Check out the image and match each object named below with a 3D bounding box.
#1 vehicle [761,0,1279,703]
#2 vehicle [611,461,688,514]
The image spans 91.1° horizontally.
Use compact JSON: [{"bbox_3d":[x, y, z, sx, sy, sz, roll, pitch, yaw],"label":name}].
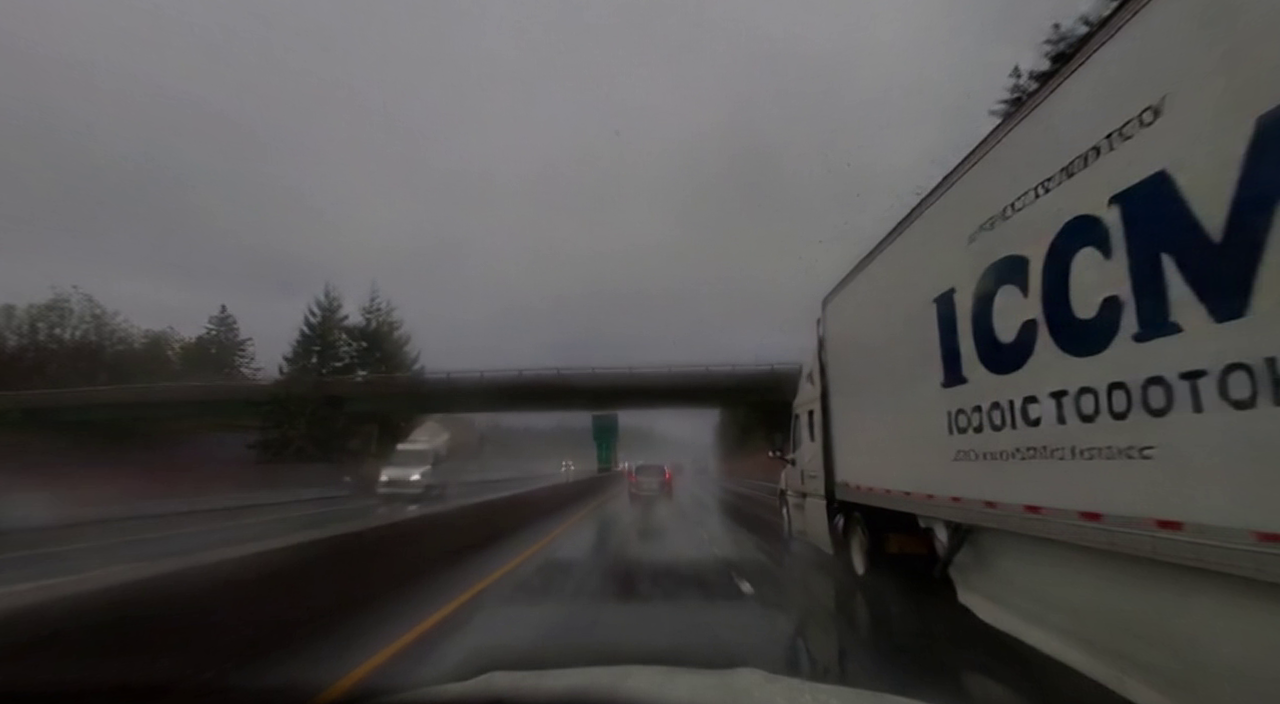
[{"bbox_3d":[4.436,0.782,6.889,2.964,4.188,16.587,1,-10,0],"label":"vehicle"},{"bbox_3d":[0.305,4.190,19.688,2.156,1.444,3.762,1,-10,1],"label":"vehicle"}]
